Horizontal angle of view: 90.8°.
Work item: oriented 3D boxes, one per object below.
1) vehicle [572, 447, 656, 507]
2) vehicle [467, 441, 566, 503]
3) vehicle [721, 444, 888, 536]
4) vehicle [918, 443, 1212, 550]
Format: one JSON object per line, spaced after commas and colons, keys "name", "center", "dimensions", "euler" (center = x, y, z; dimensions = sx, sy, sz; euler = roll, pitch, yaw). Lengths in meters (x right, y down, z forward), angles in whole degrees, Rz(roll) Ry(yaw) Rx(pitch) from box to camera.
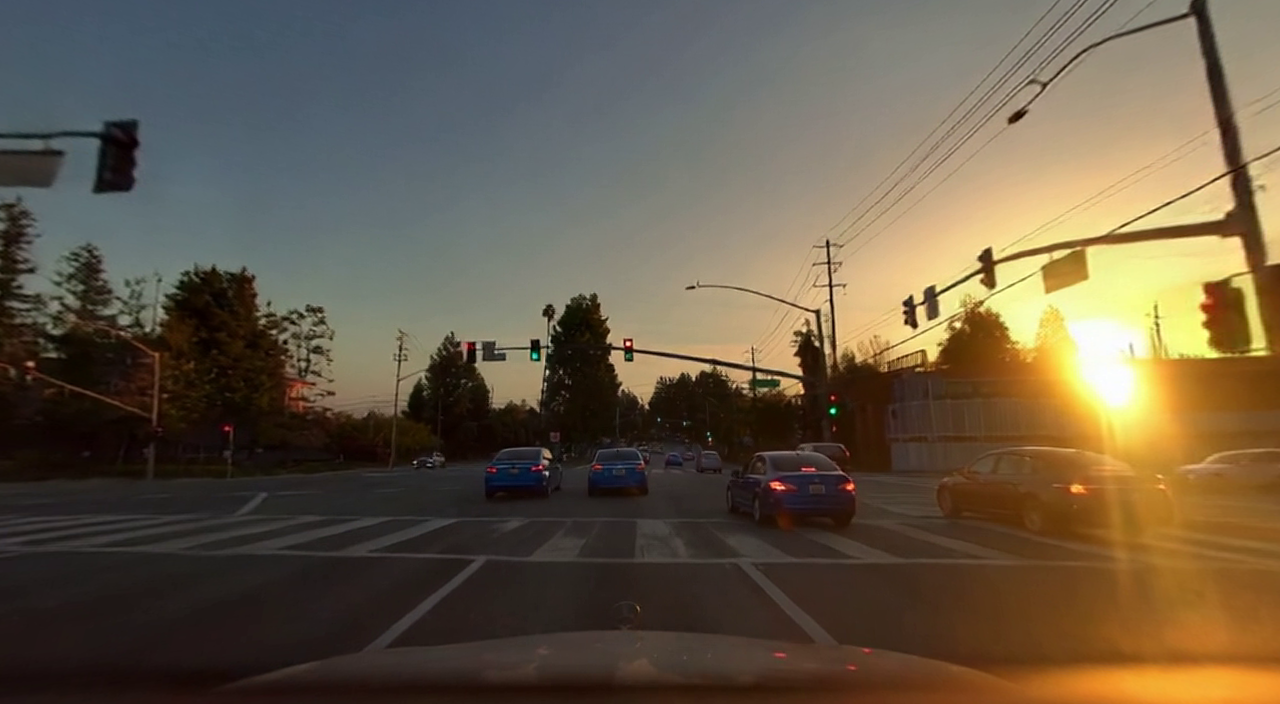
{"name": "vehicle", "center": [-0.668, 3.434, 17.854], "dimensions": [2.065, 1.464, 4.216], "euler": [0, -8, -1]}
{"name": "vehicle", "center": [-3.528, 3.516, 18.962], "dimensions": [2.073, 1.606, 4.364], "euler": [0, -8, 0]}
{"name": "vehicle", "center": [3.015, 2.613, 12.710], "dimensions": [2.053, 1.490, 4.464], "euler": [0, -8, -1]}
{"name": "vehicle", "center": [6.900, 2.340, 11.044], "dimensions": [2.004, 1.455, 4.417], "euler": [0, -8, -1]}
